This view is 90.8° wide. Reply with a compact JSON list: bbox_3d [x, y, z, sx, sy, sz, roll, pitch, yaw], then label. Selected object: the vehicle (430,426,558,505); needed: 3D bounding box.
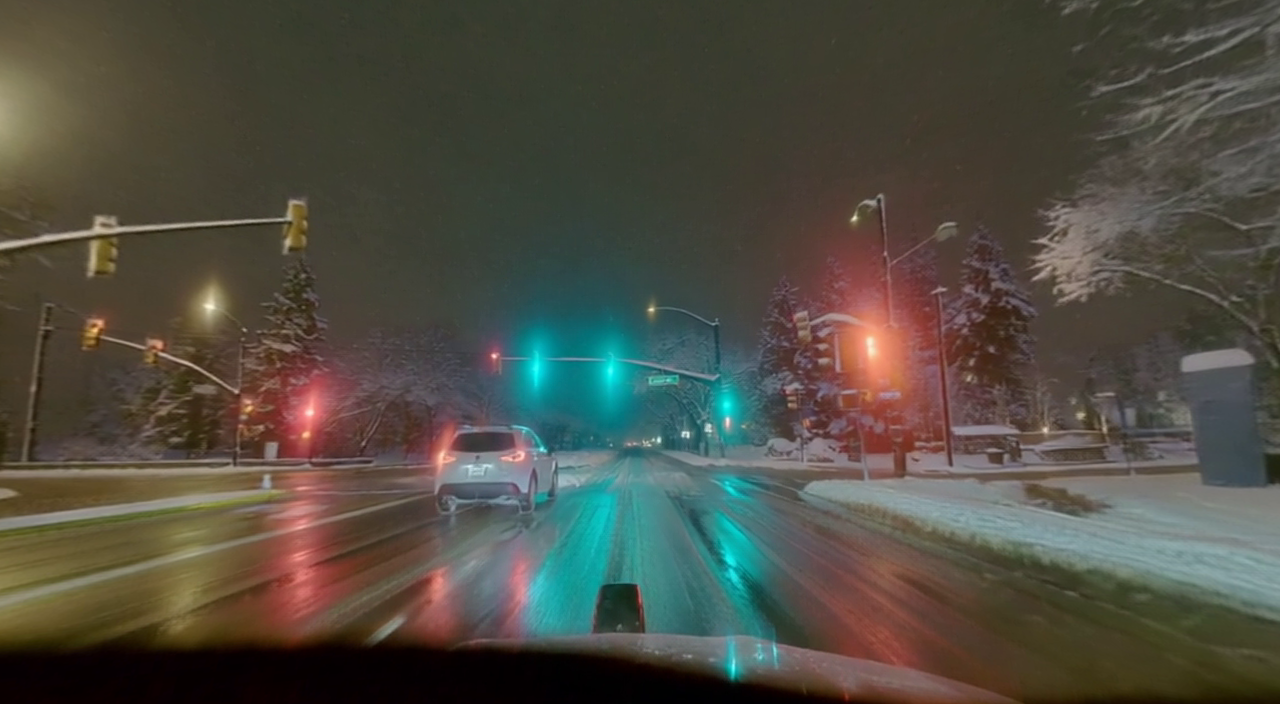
[{"bbox_3d":[-3.277,2.662,15.206,2.076,1.599,4.483,0,-9,-1],"label":"vehicle"}]
